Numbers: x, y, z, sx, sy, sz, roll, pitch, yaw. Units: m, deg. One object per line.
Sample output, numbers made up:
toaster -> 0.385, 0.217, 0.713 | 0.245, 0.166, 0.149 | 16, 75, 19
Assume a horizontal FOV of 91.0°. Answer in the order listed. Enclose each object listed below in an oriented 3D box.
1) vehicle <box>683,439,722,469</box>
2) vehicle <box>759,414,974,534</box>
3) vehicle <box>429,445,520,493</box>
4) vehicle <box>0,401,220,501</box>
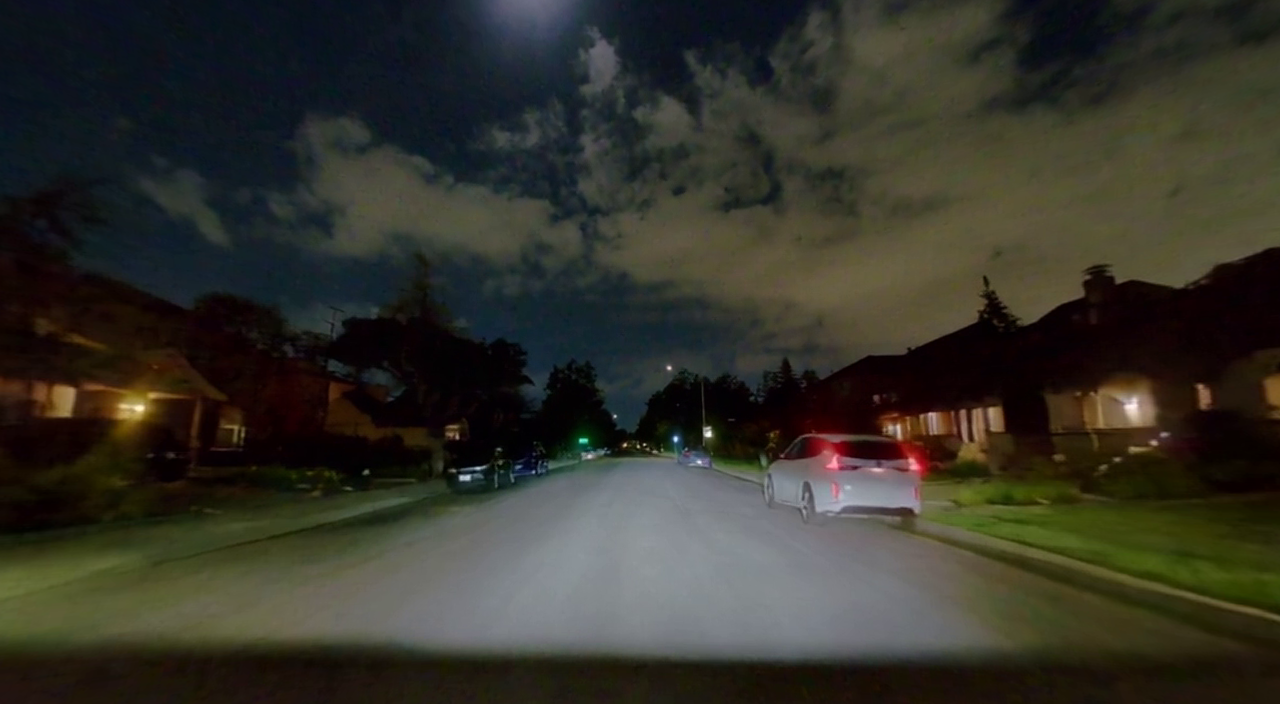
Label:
vehicle -> 4.083, 6.743, 41.768 | 2.136, 1.794, 4.598 | -1, -9, 0
vehicle -> 4.123, 2.365, 12.912 | 2.311, 1.859, 5.880 | -1, -9, 1
vehicle -> -5.870, 4.205, 23.058 | 2.027, 1.544, 4.959 | -1, -9, 0
vehicle -> -13.143, 2.255, 14.824 | 4.837, 1.897, 2.228 | 4, -8, 5
